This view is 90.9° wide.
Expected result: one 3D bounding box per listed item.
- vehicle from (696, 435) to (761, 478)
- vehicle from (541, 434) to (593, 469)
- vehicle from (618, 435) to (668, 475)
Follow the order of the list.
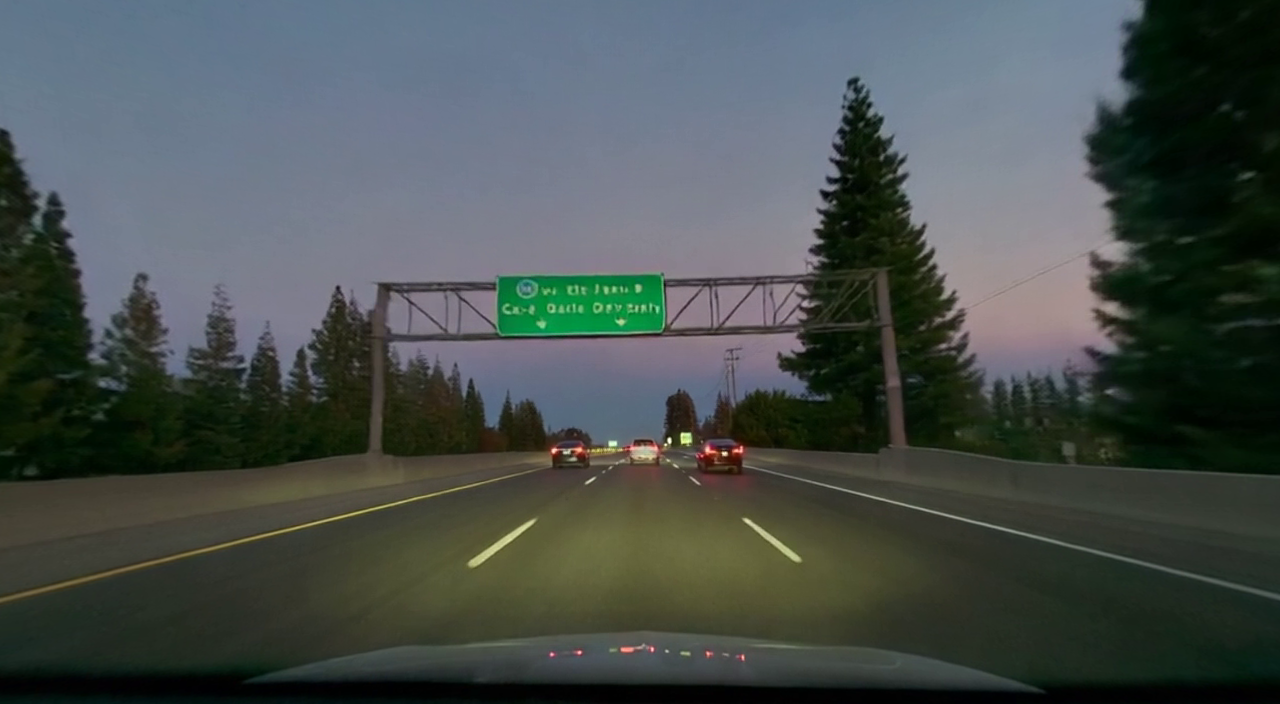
[{"bbox_3d":[3.416,4.118,25.105,1.996,1.579,3.841,0,-8,-1],"label":"vehicle"},{"bbox_3d":[-3.965,5.497,34.982,2.217,1.773,4.553,0,-8,1],"label":"vehicle"},{"bbox_3d":[0.146,4.568,28.267,2.049,1.620,4.153,0,-8,1],"label":"vehicle"}]
